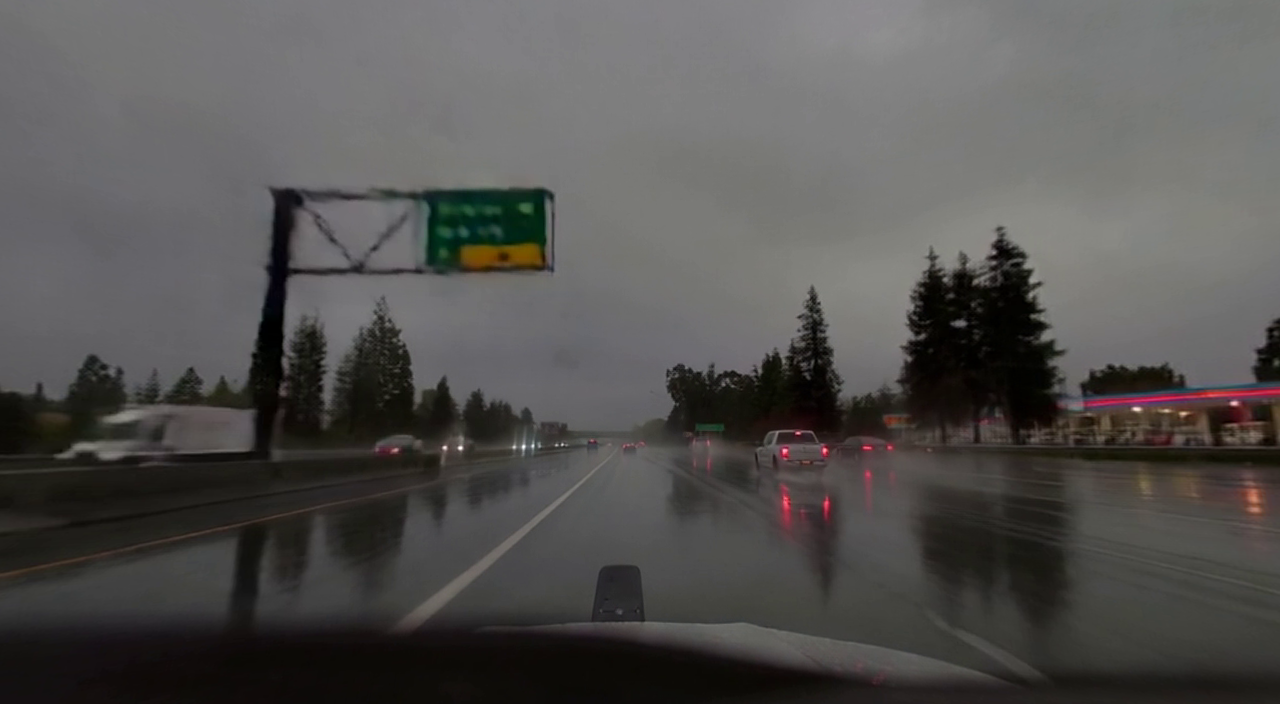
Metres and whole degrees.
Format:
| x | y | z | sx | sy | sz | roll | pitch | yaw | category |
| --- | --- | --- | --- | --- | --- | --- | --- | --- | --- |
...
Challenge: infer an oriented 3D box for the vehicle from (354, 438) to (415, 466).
| x | y | z | sx | sy | sz | roll | pitch | yaw | category |
| --- | --- | --- | --- | --- | --- | --- | --- | --- | --- |
| -16.916 | 6.645 | 41.944 | 2.131 | 1.723 | 4.678 | 0 | -8 | -1 | vehicle |

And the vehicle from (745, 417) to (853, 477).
| x | y | z | sx | sy | sz | roll | pitch | yaw | category |
| --- | --- | --- | --- | --- | --- | --- | --- | --- | --- |
| 6.976 | 4.343 | 29.012 | 2.779 | 2.339 | 8.073 | 0 | -8 | -1 | vehicle |

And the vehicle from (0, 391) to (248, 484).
| x | y | z | sx | sy | sz | roll | pitch | yaw | category |
| --- | --- | --- | --- | --- | --- | --- | --- | --- | --- |
| -21.605 | 3.771 | 27.488 | 2.922 | 3.345 | 9.411 | 0 | -8 | -1 | vehicle |

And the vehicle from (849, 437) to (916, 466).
| x | y | z | sx | sy | sz | roll | pitch | yaw | category |
| --- | --- | --- | --- | --- | --- | --- | --- | --- | --- |
| 14.208 | 5.856 | 37.188 | 2.072 | 1.611 | 4.387 | 0 | -8 | -2 | vehicle |
